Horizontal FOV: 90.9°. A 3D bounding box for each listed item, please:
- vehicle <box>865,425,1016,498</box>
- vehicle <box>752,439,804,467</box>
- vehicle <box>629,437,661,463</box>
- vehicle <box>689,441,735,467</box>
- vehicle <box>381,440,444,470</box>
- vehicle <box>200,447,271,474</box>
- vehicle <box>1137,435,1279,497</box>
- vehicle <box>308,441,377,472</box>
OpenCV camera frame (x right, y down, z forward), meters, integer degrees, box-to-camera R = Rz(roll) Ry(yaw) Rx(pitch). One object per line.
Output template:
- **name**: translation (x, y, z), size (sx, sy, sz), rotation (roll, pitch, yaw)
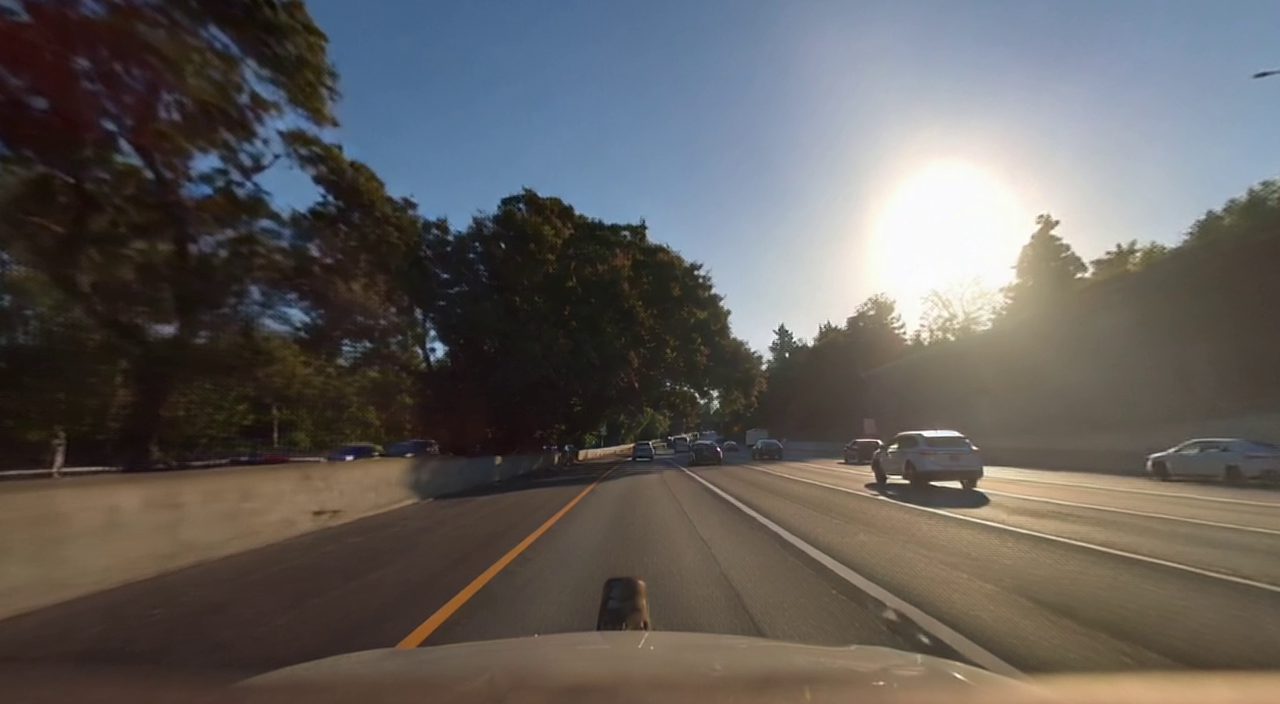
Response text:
- **vehicle**: translation (7.957, 2.931, 17.241), size (1.986, 1.703, 4.226), rotation (0, -8, -1)
- **vehicle**: translation (7.843, 5.801, 36.298), size (1.919, 1.476, 4.303), rotation (0, -8, -1)
- **vehicle**: translation (0.334, 6.767, 43.604), size (2.124, 1.639, 4.122), rotation (0, -8, 0)
- **vehicle**: translation (4.103, 5.903, 36.725), size (2.118, 1.438, 4.312), rotation (0, -8, -1)
- **vehicle**: translation (-14.107, 6.395, 39.460), size (2.057, 1.734, 5.135), rotation (0, -8, 0)
- **vehicle**: translation (-28.201, 7.529, 44.149), size (2.056, 1.775, 4.585), rotation (0, -8, -3)
- **vehicle**: translation (16.321, 3.032, 17.234), size (1.908, 1.468, 4.457), rotation (0, -8, 1)
- **vehicle**: translation (-18.786, 6.604, 40.083), size (2.141, 1.838, 4.634), rotation (0, -8, -1)
